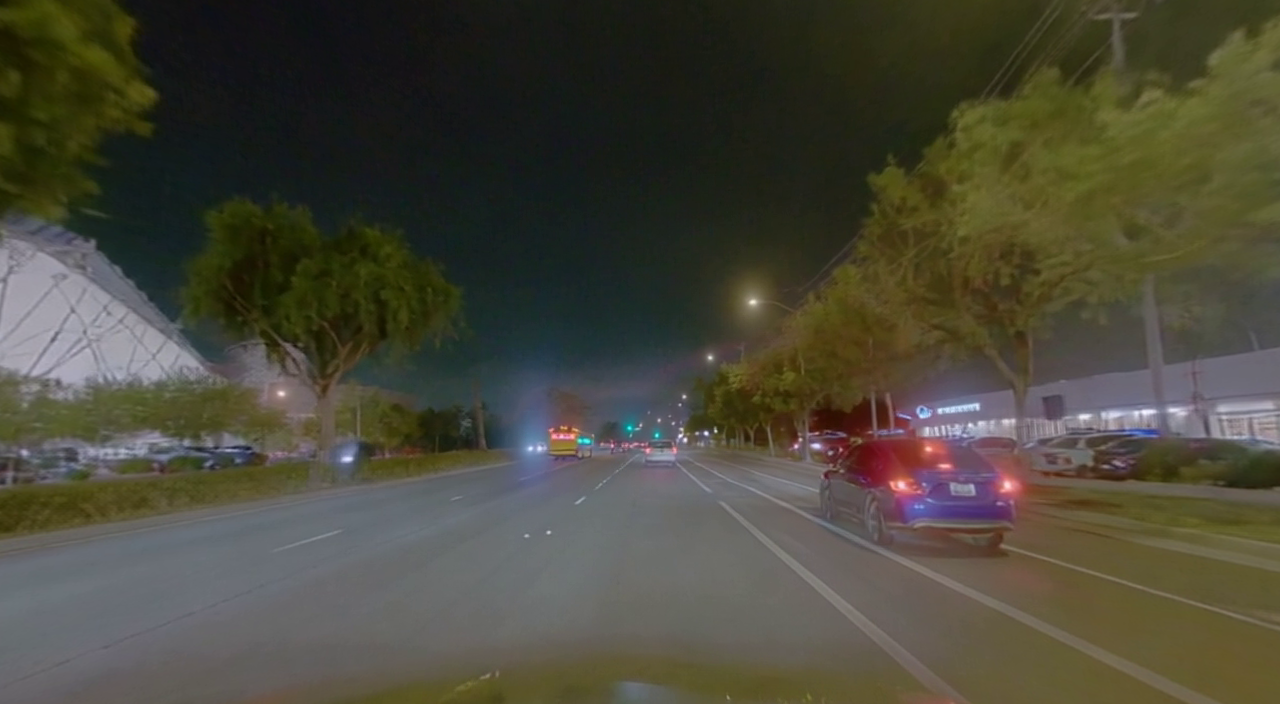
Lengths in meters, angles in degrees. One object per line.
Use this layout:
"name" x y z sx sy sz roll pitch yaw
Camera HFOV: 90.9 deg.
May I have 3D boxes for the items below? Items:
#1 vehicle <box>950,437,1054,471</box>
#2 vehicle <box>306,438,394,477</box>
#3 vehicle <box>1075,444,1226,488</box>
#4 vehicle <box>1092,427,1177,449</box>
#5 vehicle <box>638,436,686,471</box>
"vehicle" 19.435 5.530 34.276 2.229 1.661 5.991 0 -9 1
"vehicle" -14.108 5.138 31.017 2.126 1.742 4.517 0 -9 1
"vehicle" 19.002 4.232 23.843 1.849 1.466 4.831 -1 -9 3
"vehicle" 33.665 5.871 43.011 4.215 1.462 1.883 0 -9 -1
"vehicle" 0.957 4.824 30.100 2.123 1.498 4.226 0 -9 0
